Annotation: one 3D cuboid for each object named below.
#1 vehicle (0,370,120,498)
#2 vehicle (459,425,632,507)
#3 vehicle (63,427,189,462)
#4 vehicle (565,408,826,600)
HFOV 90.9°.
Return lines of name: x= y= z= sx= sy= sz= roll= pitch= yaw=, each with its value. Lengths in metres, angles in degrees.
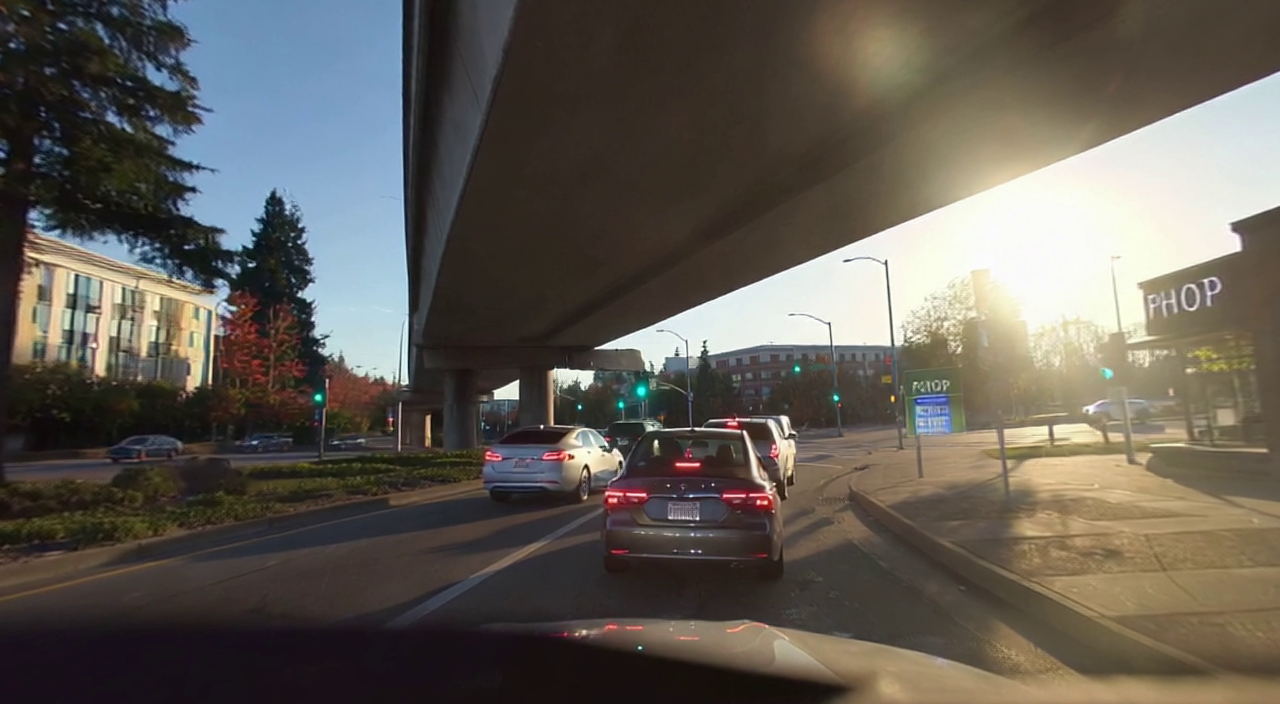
vehicle: x=-24.374 y=2.698 z=19.064 sx=13.064 sy=3.755 sz=3.269 roll=-1 pitch=-8 yaw=-13
vehicle: x=-1.878 y=2.510 z=14.402 sx=2.214 sy=1.519 sz=4.704 roll=-2 pitch=-9 yaw=14
vehicle: x=-31.460 y=5.672 z=38.825 sx=5.457 sy=2.021 sz=2.213 roll=2 pitch=-9 yaw=-13
vehicle: x=0.770 y=1.592 z=7.567 sx=2.195 sy=1.571 sz=4.353 roll=-2 pitch=-8 yaw=9
